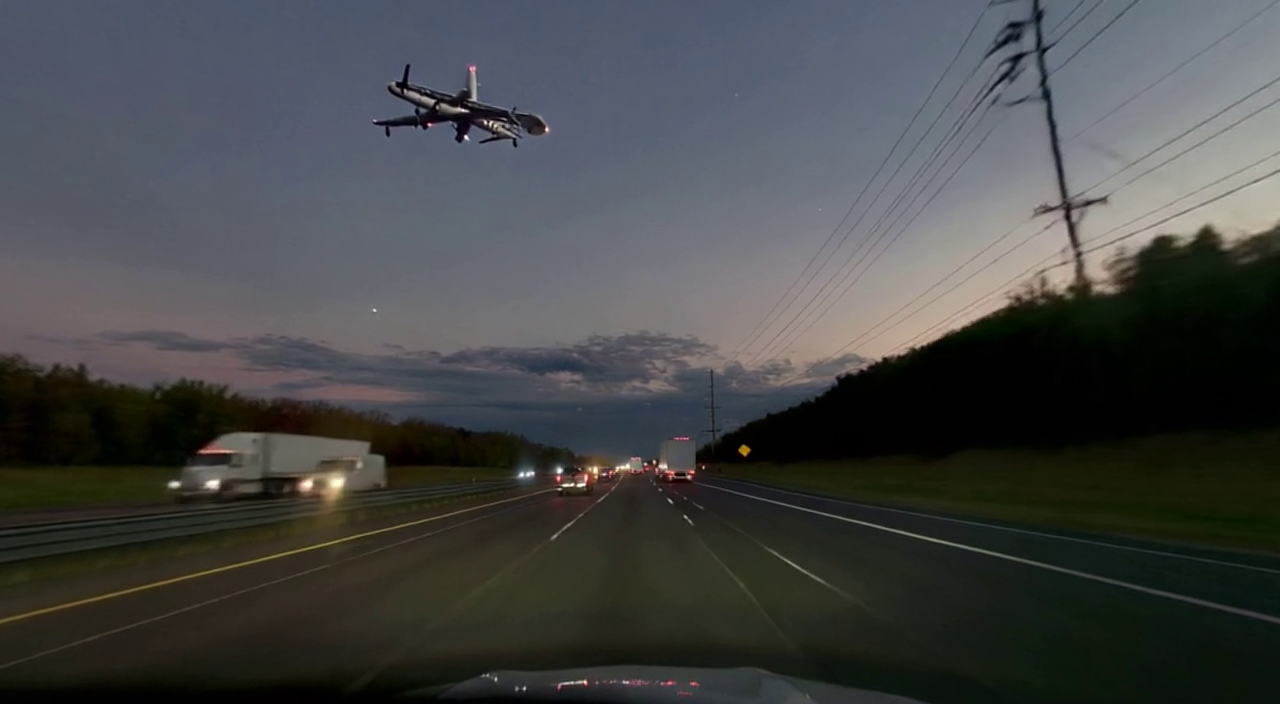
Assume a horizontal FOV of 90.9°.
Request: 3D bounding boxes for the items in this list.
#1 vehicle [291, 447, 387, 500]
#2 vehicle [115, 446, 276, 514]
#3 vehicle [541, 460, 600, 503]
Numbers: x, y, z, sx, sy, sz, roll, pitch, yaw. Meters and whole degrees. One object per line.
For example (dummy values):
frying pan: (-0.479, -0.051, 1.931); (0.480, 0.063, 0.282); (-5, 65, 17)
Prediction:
vehicle: (-15.982, 6.513, 33.877); (2.316, 2.515, 5.621); (1, -11, 0)
vehicle: (-19.985, 5.828, 28.963); (2.300, 2.675, 6.963); (1, -11, -1)
vehicle: (-2.992, 5.723, 28.102); (2.065, 1.722, 4.441); (1, -11, 0)
